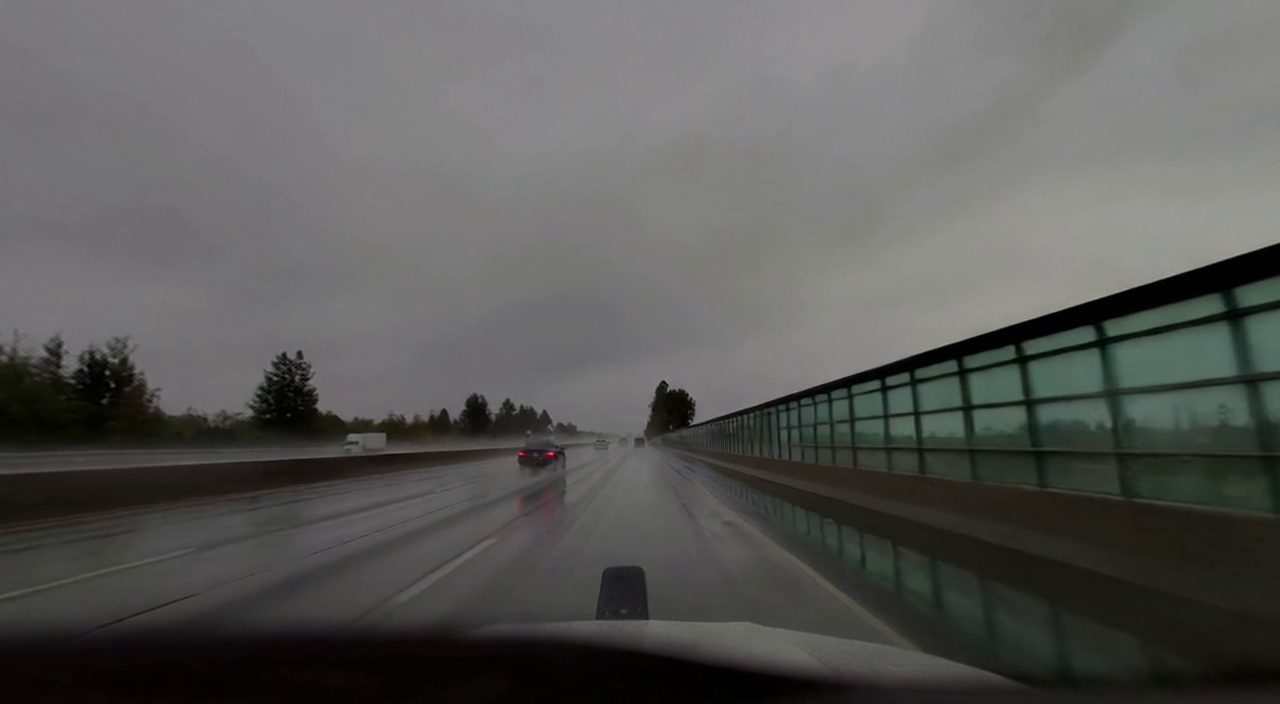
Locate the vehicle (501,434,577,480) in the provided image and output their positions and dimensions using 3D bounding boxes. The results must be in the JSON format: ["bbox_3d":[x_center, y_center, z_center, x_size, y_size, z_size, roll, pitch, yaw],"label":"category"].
[{"bbox_3d":[-3.614,3.854,23.260,2.059,1.541,4.296,0,-8,0],"label":"vehicle"}]
